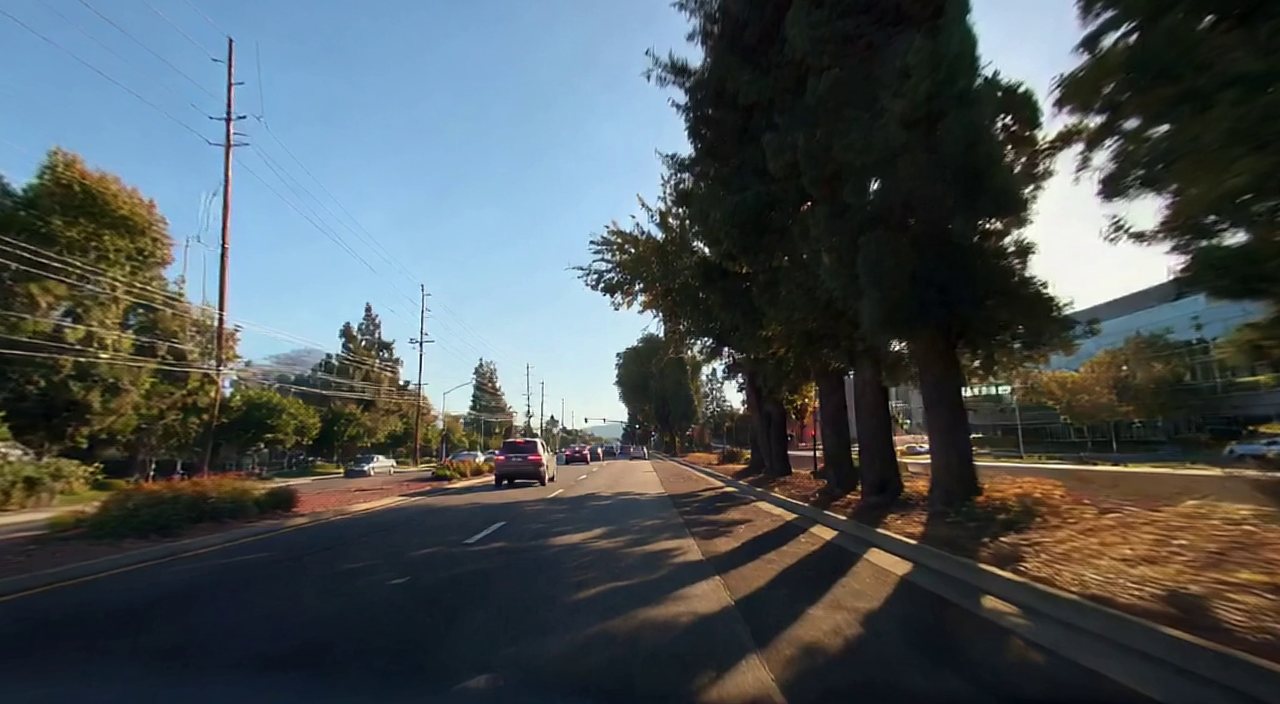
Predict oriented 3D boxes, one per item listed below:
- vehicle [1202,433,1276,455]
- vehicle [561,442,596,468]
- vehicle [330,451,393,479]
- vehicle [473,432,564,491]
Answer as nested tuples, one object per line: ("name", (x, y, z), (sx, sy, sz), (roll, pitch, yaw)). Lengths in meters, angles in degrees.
("vehicle", (41.548, 6.391, 43.825), (4.006, 1.508, 2.079), (3, -9, -21))
("vehicle", (-4.222, 7.154, 43.880), (2.041, 1.698, 4.094), (0, -9, 0))
("vehicle", (-18.061, 7.345, 41.241), (2.107, 1.676, 4.481), (0, -9, -1))
("vehicle", (-4.013, 3.707, 21.730), (2.189, 1.807, 4.467), (0, -9, 1))
